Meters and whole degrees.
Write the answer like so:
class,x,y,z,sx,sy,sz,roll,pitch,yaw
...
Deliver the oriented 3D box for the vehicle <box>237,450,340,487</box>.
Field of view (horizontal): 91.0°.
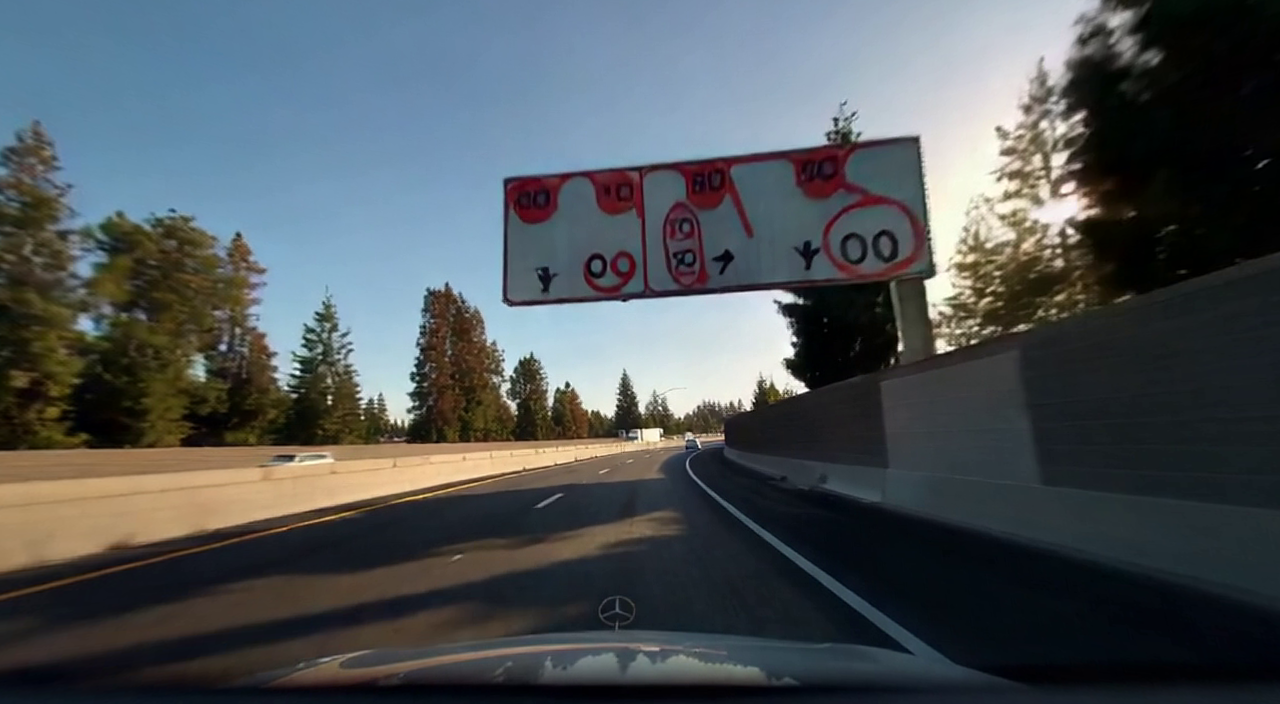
class,x,y,z,sx,sy,sz,roll,pitch,yaw
vehicle,-16.130,5.342,29.197,2.046,1.468,4.523,-1,-8,2
